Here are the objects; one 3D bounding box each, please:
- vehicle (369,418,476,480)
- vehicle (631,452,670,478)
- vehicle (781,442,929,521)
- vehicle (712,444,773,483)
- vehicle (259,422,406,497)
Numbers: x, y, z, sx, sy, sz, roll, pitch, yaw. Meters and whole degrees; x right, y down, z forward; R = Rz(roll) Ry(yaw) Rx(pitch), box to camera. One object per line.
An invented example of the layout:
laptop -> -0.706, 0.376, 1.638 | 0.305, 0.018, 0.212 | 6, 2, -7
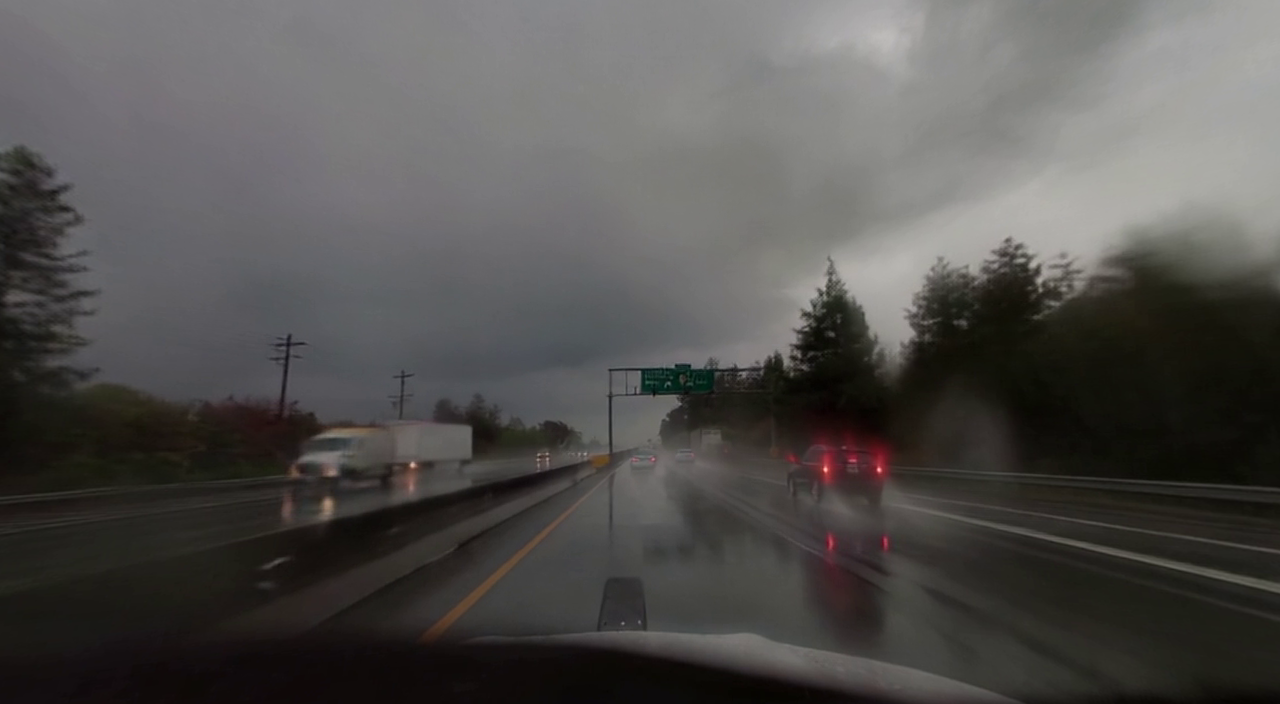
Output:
vehicle -> -16.471, 7.695, 49.648 | 2.898, 4.087, 15.230 | 0, -9, 1
vehicle -> 0.516, 6.161, 34.528 | 2.012, 1.320, 3.777 | 0, -9, 0
vehicle -> 4.615, 2.819, 14.187 | 1.952, 1.495, 3.740 | 0, -9, -1
vehicle -> 4.617, 5.081, 28.958 | 1.969, 1.639, 4.472 | 0, -9, -1
vehicle -> -13.255, 4.736, 28.041 | 2.620, 2.854, 7.426 | 0, -9, 1
